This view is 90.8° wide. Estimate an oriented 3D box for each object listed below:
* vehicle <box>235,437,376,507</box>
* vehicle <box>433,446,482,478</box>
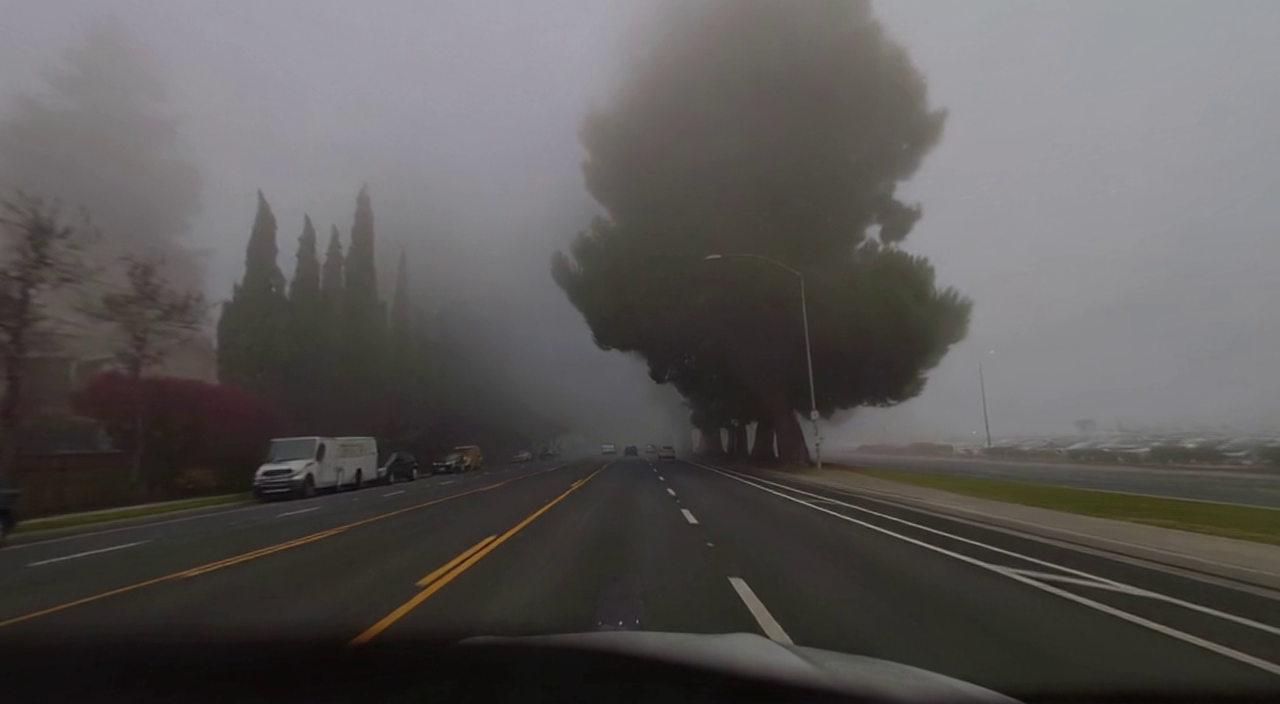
[{"bbox_3d":[-12.334,4.439,23.905,2.630,2.286,5.309,-1,-9,-3],"label":"vehicle"},{"bbox_3d":[-12.412,7.514,43.293,2.107,1.950,4.529,-2,-9,0],"label":"vehicle"}]
